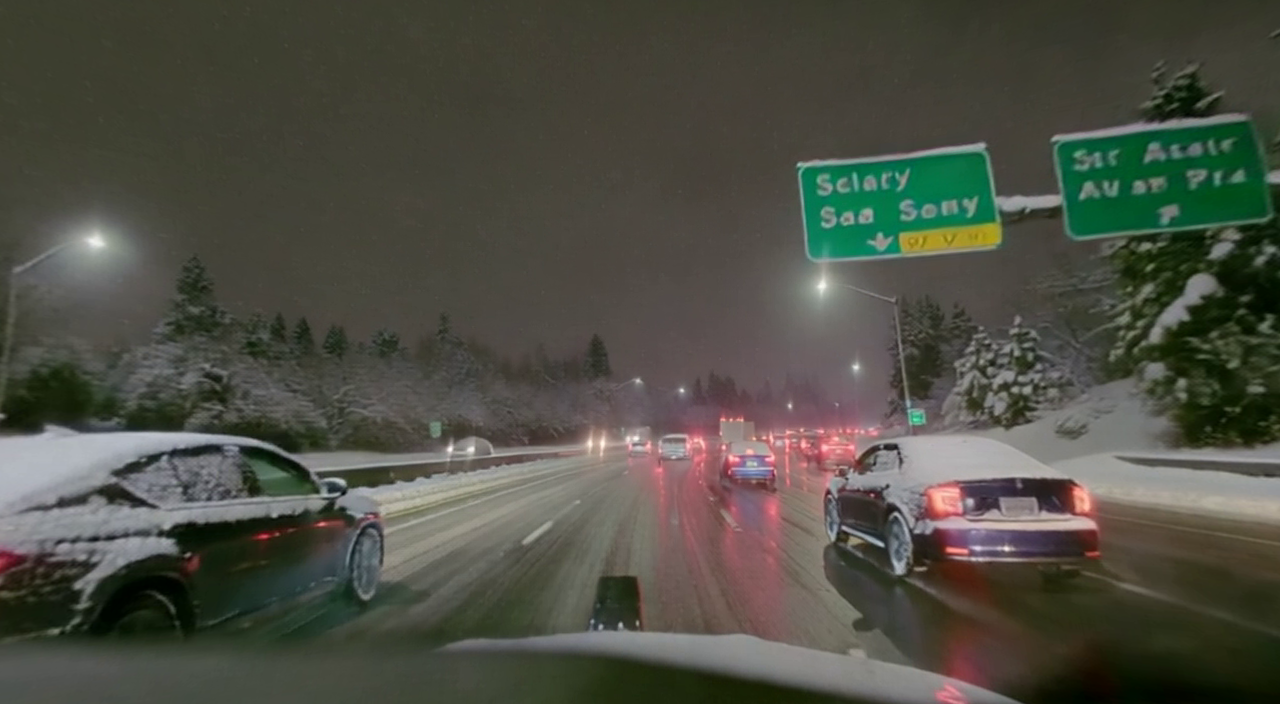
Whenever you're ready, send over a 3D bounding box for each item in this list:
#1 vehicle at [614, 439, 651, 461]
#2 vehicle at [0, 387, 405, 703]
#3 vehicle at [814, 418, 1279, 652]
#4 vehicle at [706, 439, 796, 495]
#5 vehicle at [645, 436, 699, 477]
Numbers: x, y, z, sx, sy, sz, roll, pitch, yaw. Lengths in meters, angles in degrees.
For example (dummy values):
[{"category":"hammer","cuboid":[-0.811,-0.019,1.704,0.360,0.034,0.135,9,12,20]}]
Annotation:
[{"category":"vehicle","cuboid":[-0.495,7.084,45.694,2.059,1.516,4.236,-1,-9,7]},{"category":"vehicle","cuboid":[-3.266,1.142,3.745,1.937,1.558,4.469,0,-9,1]},{"category":"vehicle","cuboid":[3.438,1.547,6.471,2.014,1.489,4.696,0,-9,1]},{"category":"vehicle","cuboid":[3.234,3.450,19.278,2.009,1.489,4.559,0,-9,1]},{"category":"vehicle","cuboid":[1.405,4.535,27.494,2.201,1.614,3.803,-1,-9,4]}]
